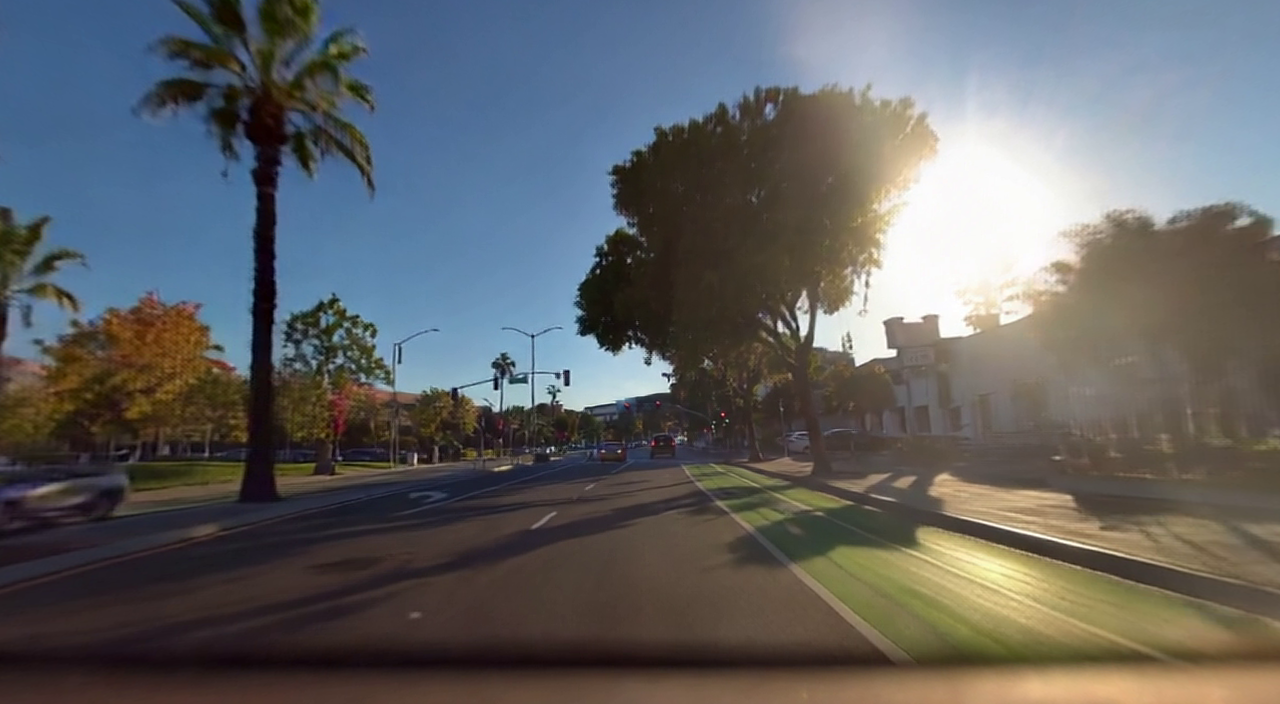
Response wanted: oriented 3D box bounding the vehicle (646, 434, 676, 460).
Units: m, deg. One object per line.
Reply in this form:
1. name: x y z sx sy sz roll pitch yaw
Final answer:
1. vehicle: 1.639 7.340 48.895 2.206 1.922 4.262 -1 -9 2

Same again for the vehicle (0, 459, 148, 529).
1. vehicle: -18.262 4.208 19.237 2.178 1.779 5.406 0 -9 0

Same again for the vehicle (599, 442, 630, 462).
1. vehicle: -1.909 7.611 48.276 1.969 1.481 3.868 -1 -9 3

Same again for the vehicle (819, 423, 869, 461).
1. vehicle: 12.777 5.672 39.893 1.996 2.172 5.298 -1 -8 7
